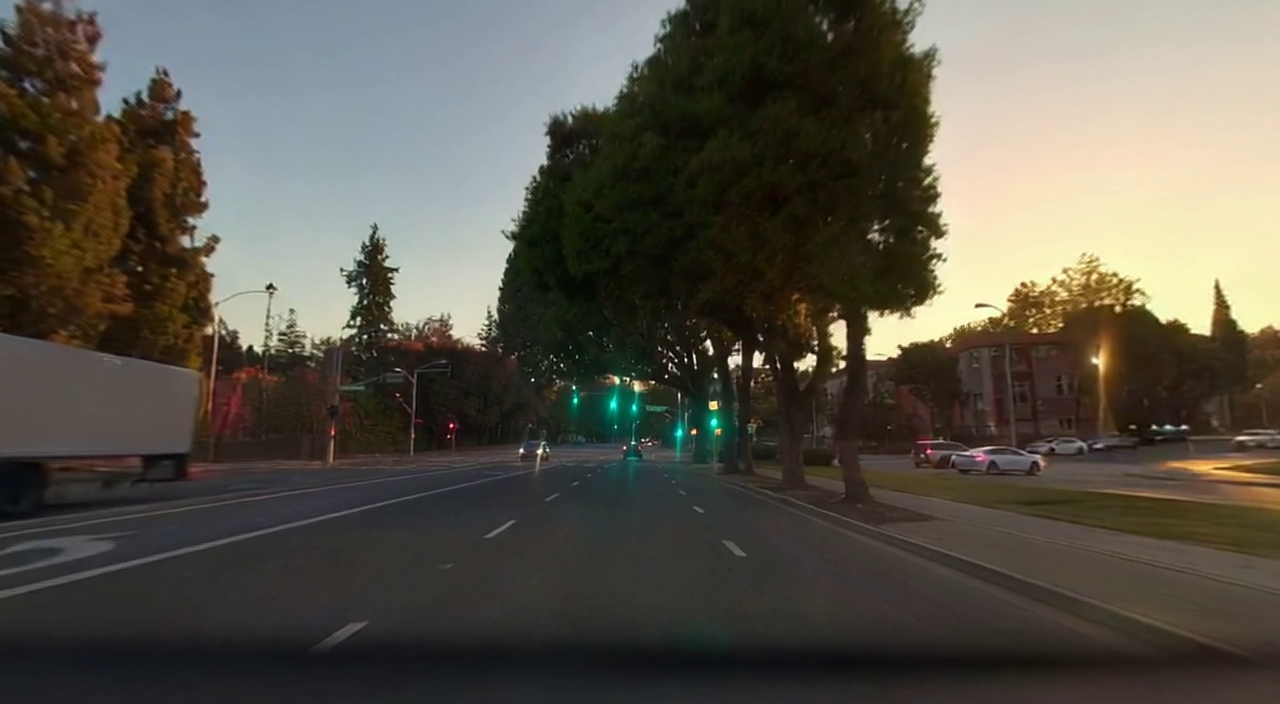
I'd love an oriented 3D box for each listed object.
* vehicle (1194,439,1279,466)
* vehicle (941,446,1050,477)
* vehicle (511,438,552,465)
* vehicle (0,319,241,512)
[{"bbox_3d":[34.215,5.577,35.111,4.593,1.460,1.926,-3,-9,16],"label":"vehicle"},{"bbox_3d":[18.299,5.647,32.732,4.455,1.475,1.971,-2,-9,14],"label":"vehicle"},{"bbox_3d":[-7.115,6.555,41.924,1.946,1.680,4.203,0,-8,0],"label":"vehicle"},{"bbox_3d":[-15.189,1.333,13.297,2.978,4.087,16.920,0,-8,-1],"label":"vehicle"}]
